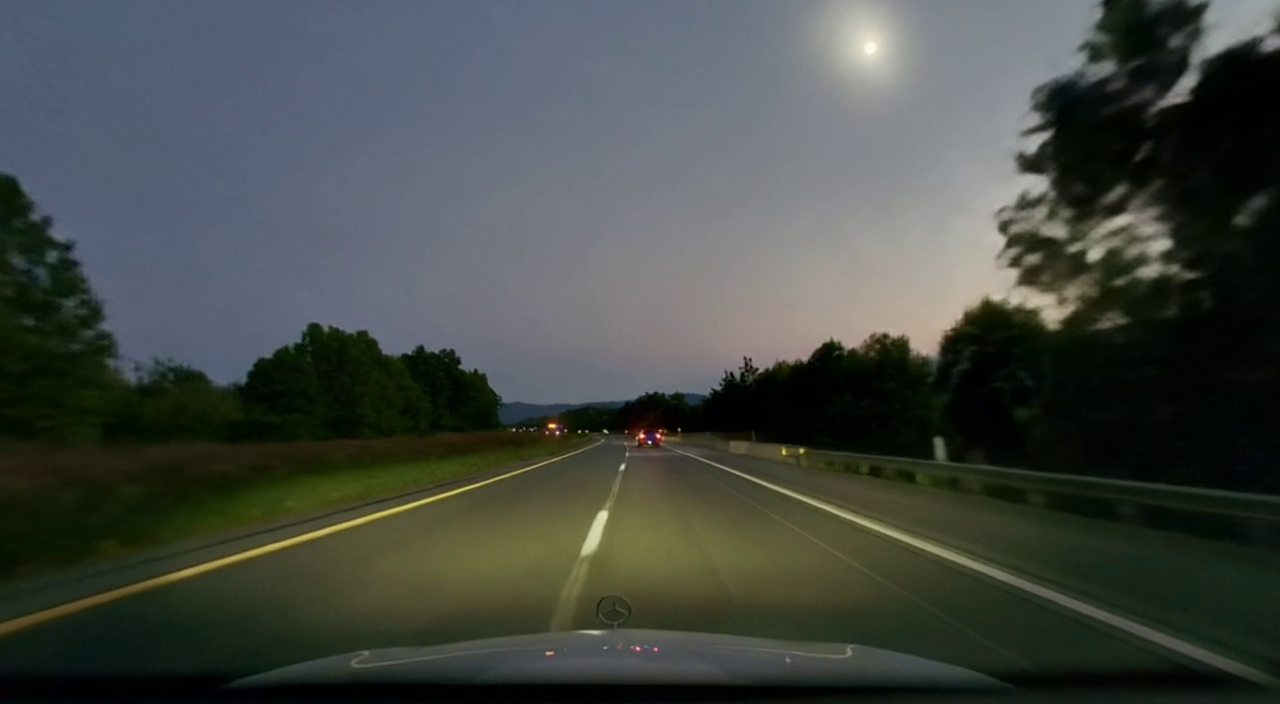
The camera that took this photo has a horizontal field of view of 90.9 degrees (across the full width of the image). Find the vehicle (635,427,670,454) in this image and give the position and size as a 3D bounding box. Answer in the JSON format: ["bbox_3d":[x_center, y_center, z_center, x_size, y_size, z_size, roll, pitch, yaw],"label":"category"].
[{"bbox_3d":[0.816,6.172,44.028,2.240,1.801,4.545,0,-8,-2],"label":"vehicle"}]
